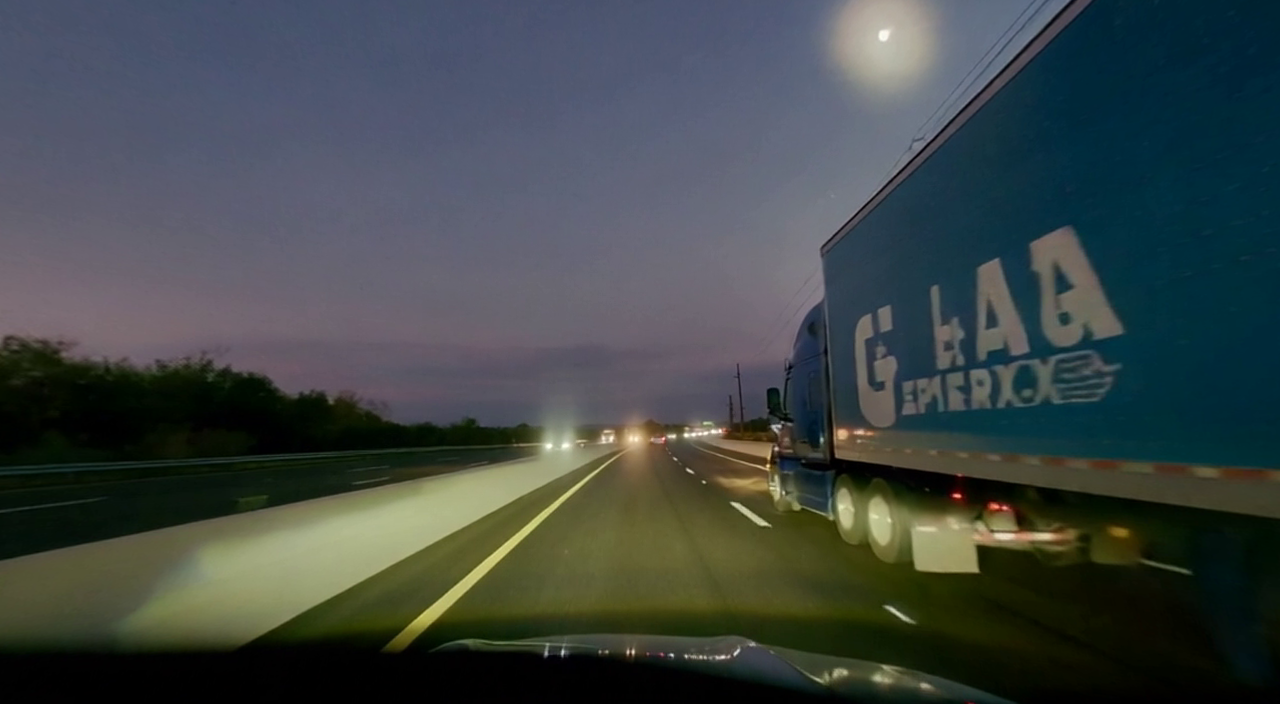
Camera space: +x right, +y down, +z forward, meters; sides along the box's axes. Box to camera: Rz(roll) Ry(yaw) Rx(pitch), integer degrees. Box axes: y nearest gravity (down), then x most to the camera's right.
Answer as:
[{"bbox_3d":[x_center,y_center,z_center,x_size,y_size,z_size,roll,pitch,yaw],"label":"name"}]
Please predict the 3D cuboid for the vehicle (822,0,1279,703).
[{"bbox_3d":[4.040,0.116,5.390,2.979,4.151,6.405,0,-8,0],"label":"vehicle"}]
